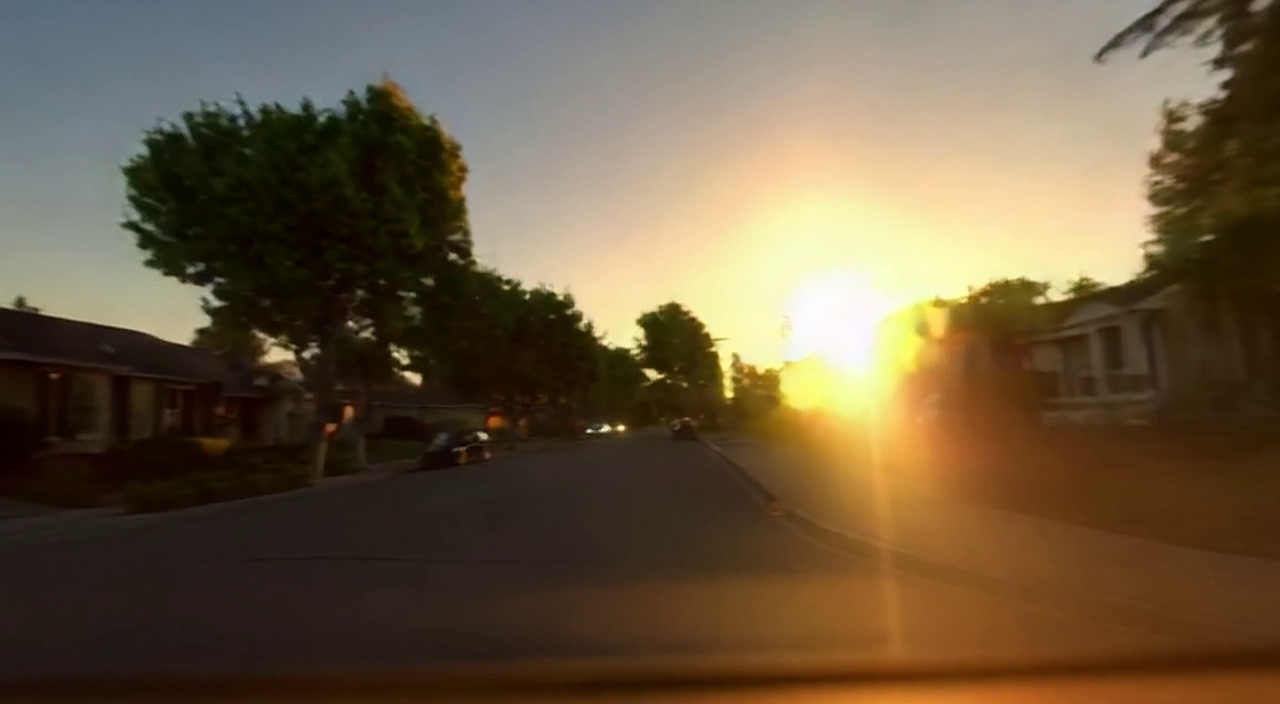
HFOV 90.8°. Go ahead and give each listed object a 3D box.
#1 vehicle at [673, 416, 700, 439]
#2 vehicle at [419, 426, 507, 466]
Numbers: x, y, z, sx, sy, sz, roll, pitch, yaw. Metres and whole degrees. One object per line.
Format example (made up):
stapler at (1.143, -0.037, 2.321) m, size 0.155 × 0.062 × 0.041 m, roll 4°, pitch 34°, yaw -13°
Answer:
vehicle at (3.609, 5.953, 49.473) m, size 2.018 × 1.665 × 4.226 m, roll 0°, pitch -8°, yaw 3°
vehicle at (-7.075, 3.807, 25.738) m, size 1.954 × 1.490 × 4.292 m, roll -1°, pitch -8°, yaw 6°
